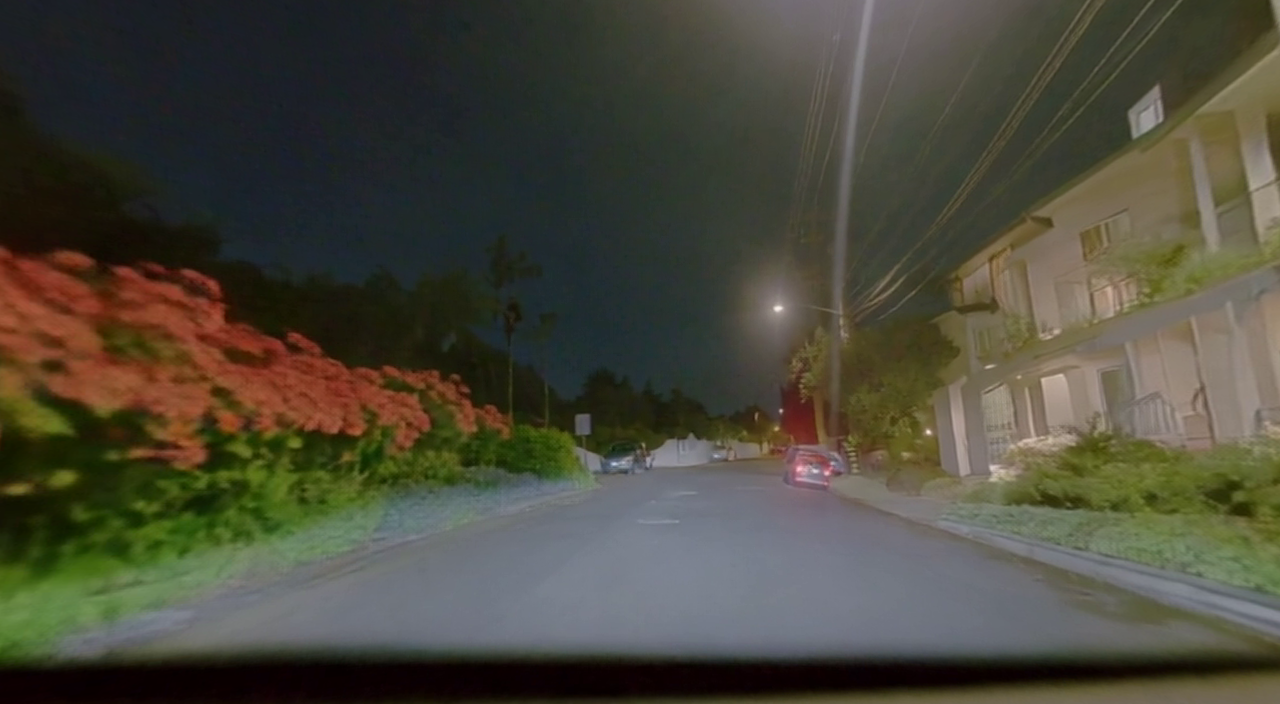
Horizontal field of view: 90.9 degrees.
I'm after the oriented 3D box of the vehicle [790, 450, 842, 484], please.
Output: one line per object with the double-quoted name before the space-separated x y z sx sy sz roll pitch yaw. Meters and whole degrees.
"vehicle" 8.587 5.614 31.137 2.151 1.468 5.066 -2 -9 12
